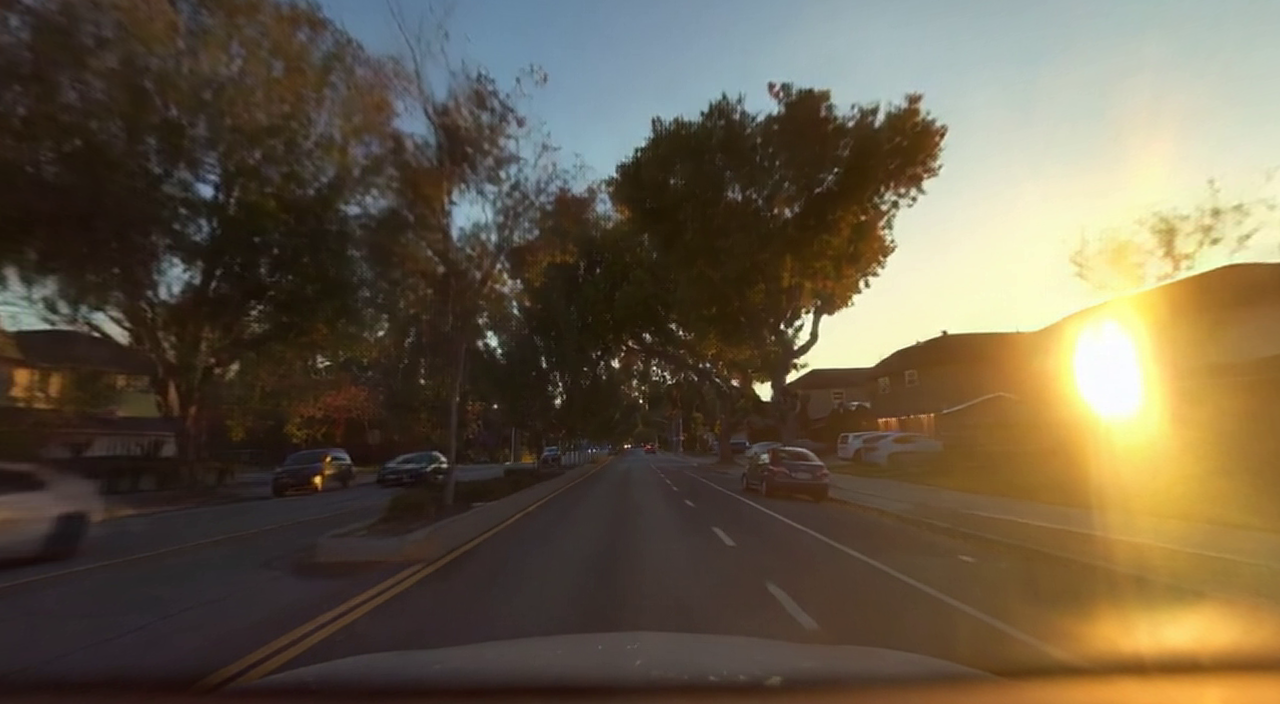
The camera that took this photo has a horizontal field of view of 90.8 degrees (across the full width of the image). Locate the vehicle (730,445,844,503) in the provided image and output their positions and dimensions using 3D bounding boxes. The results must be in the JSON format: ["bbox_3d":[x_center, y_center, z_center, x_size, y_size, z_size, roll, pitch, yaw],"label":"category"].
[{"bbox_3d":[4.035,3.411,18.269,1.946,1.431,4.695,0,-8,-3],"label":"vehicle"}]

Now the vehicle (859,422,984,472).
[{"bbox_3d":[11.170,3.804,25.258,3.999,1.599,1.819,-4,-8,0],"label":"vehicle"}]

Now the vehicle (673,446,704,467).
[{"bbox_3d":[3.639,7.971,48.437,1.991,1.500,4.562,0,-8,0],"label":"vehicle"}]

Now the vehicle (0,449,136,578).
[{"bbox_3d":[-8.339,1.799,6.821,1.986,1.442,4.602,0,-8,0],"label":"vehicle"}]

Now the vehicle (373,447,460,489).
[{"bbox_3d":[-8.815,4.583,25.394,1.871,1.484,4.383,0,-8,0],"label":"vehicle"}]

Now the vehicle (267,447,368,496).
[{"bbox_3d":[-13.139,4.839,26.095,1.978,1.706,4.310,-3,-8,-1],"label":"vehicle"}]
